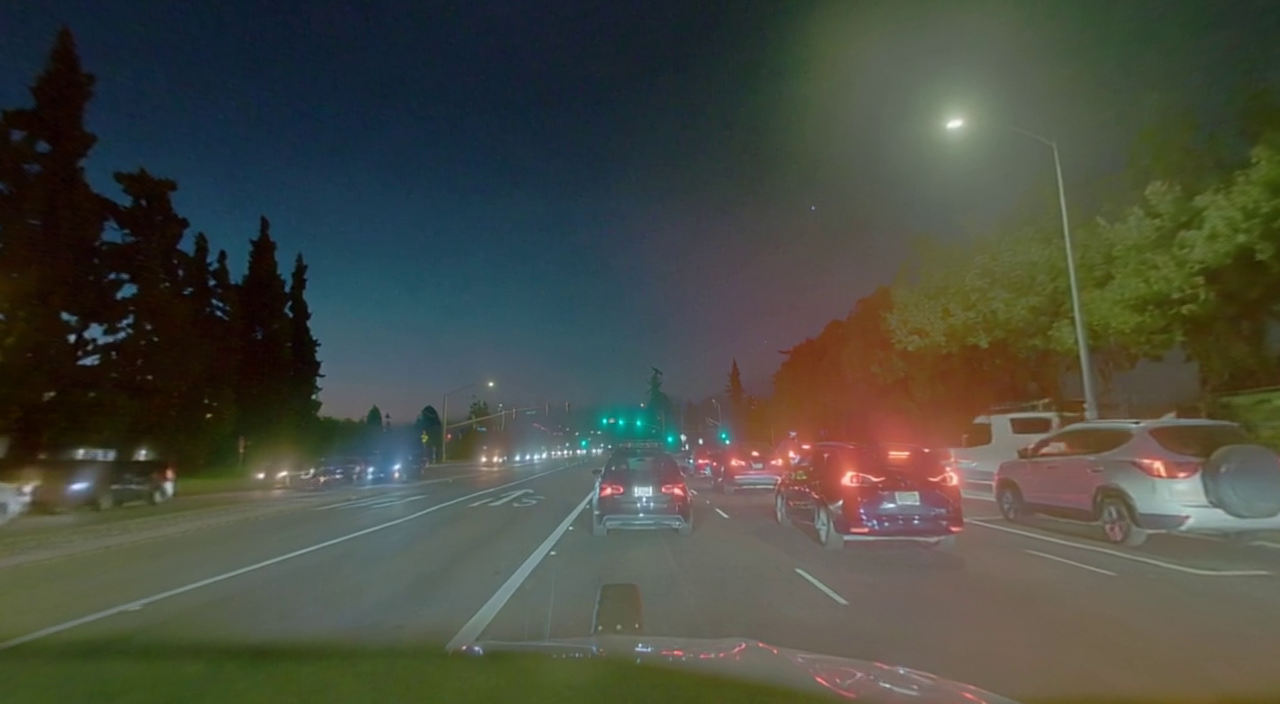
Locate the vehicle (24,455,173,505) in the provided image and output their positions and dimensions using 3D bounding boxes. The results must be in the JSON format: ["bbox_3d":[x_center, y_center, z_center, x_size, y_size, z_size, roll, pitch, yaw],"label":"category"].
[{"bbox_3d":[-22.257,5.235,26.292,2.034,1.798,4.734,0,-9,-1],"label":"vehicle"}]

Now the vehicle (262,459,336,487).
[{"bbox_3d":[-18.512,6.563,34.481,1.798,1.333,3.944,0,-9,0],"label":"vehicle"}]

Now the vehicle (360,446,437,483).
[{"bbox_3d":[-11.739,5.480,31.112,1.980,1.675,4.581,0,-9,0],"label":"vehicle"}]

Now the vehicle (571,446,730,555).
[{"bbox_3d":[0.084,2.175,10.010,1.990,1.347,4.067,0,-9,-1],"label":"vehicle"}]

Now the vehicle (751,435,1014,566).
[{"bbox_3d":[3.178,2.051,9.650,1.970,1.445,4.974,0,-9,-1],"label":"vehicle"}]

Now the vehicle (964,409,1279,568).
[{"bbox_3d":[6.904,1.827,9.169,1.987,1.730,4.373,0,-9,-1],"label":"vehicle"}]
